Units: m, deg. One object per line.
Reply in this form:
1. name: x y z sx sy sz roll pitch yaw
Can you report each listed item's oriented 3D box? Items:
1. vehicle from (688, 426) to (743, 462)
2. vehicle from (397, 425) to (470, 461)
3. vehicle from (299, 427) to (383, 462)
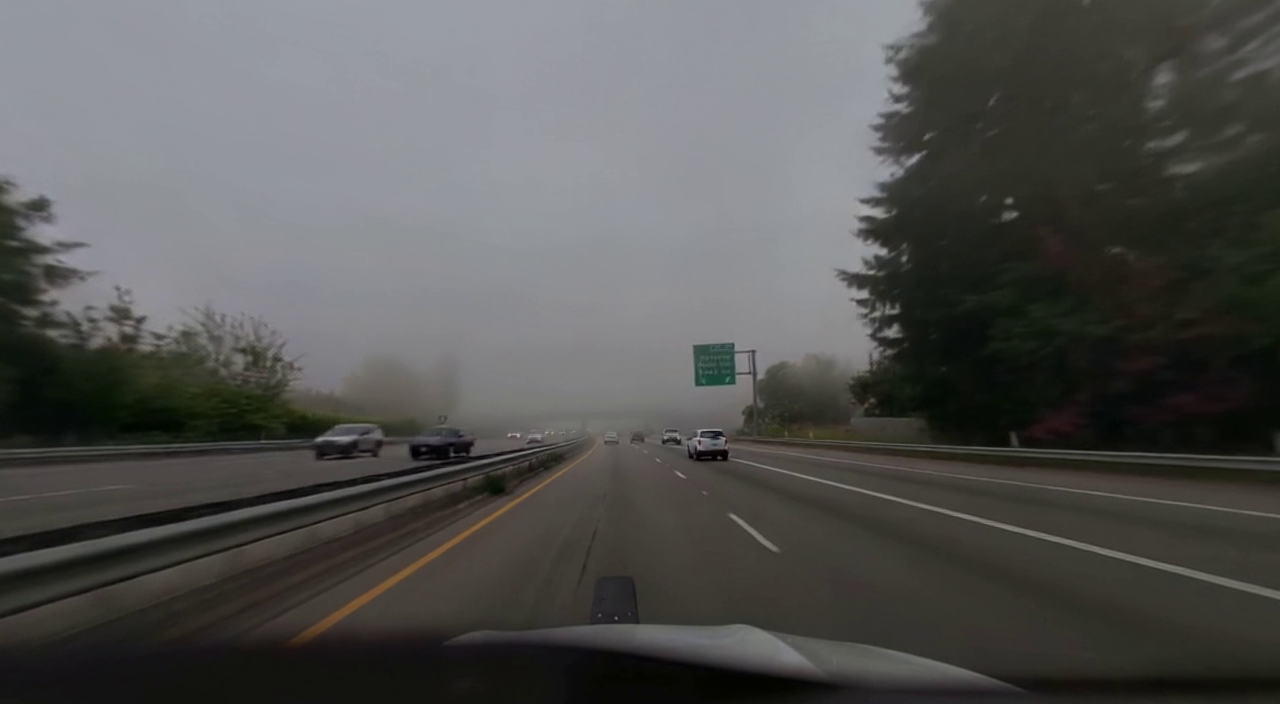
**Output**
1. vehicle: 3.487 4.314 29.763 1.938 1.578 3.764 0 -8 -3
2. vehicle: -9.415 4.155 29.072 2.070 1.520 4.122 0 -7 -2
3. vehicle: -13.454 4.175 28.636 1.929 1.465 3.997 0 -7 -2
